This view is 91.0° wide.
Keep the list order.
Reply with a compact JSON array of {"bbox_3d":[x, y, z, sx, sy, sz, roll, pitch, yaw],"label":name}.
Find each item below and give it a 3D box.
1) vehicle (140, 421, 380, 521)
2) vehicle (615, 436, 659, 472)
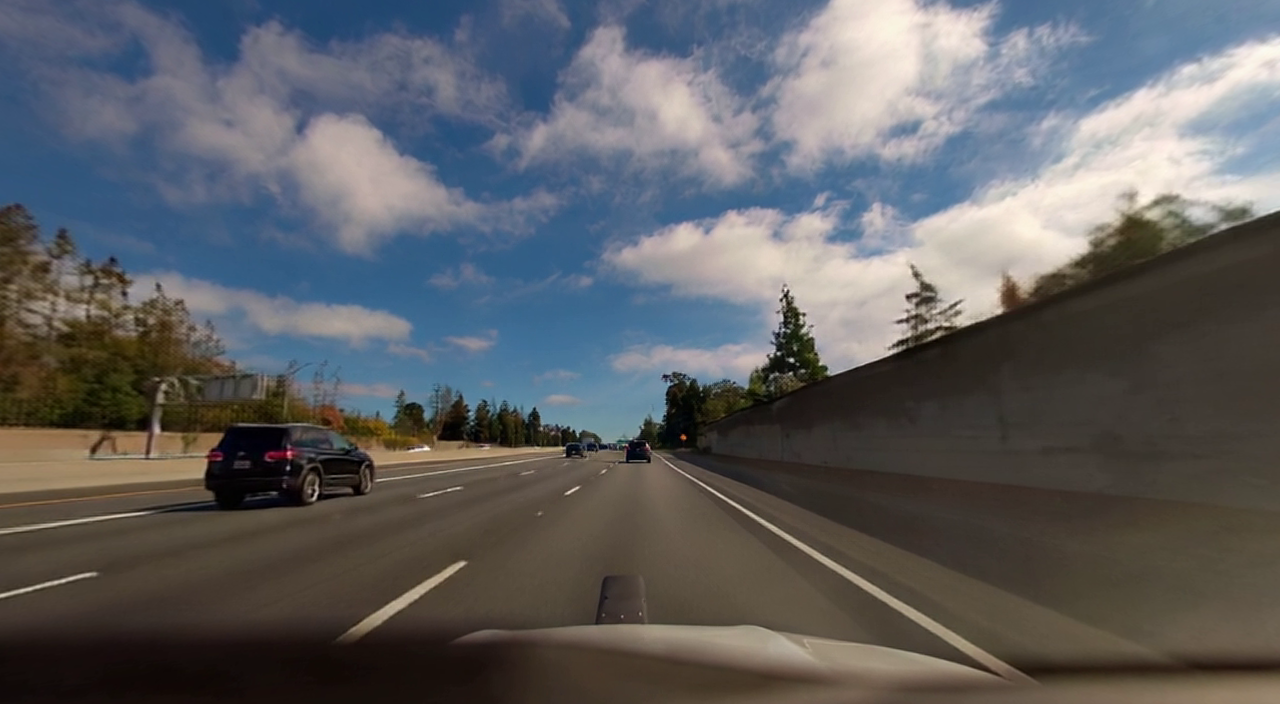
[{"bbox_3d":[-7.536,2.393,13.194,2.166,1.705,4.433,0,-9,1],"label":"vehicle"},{"bbox_3d":[-0.114,5.253,32.629,2.141,1.706,4.065,0,-9,1],"label":"vehicle"}]
